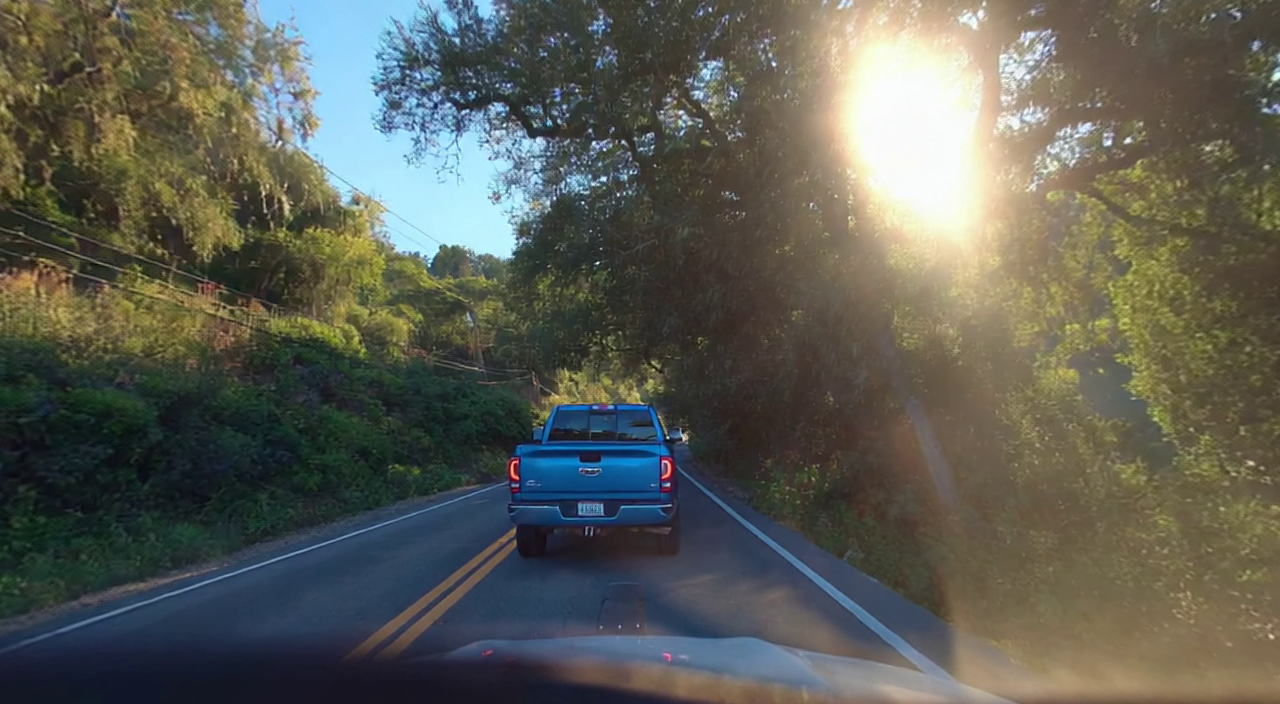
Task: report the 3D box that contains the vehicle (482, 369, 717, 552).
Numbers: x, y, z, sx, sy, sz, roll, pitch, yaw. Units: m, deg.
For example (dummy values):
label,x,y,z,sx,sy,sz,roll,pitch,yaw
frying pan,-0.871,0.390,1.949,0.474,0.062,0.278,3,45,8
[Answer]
label,x,y,z,sx,sy,sz,roll,pitch,yaw
vehicle,-0.533,1.748,10.720,2.837,2.223,5.885,0,-8,-1
